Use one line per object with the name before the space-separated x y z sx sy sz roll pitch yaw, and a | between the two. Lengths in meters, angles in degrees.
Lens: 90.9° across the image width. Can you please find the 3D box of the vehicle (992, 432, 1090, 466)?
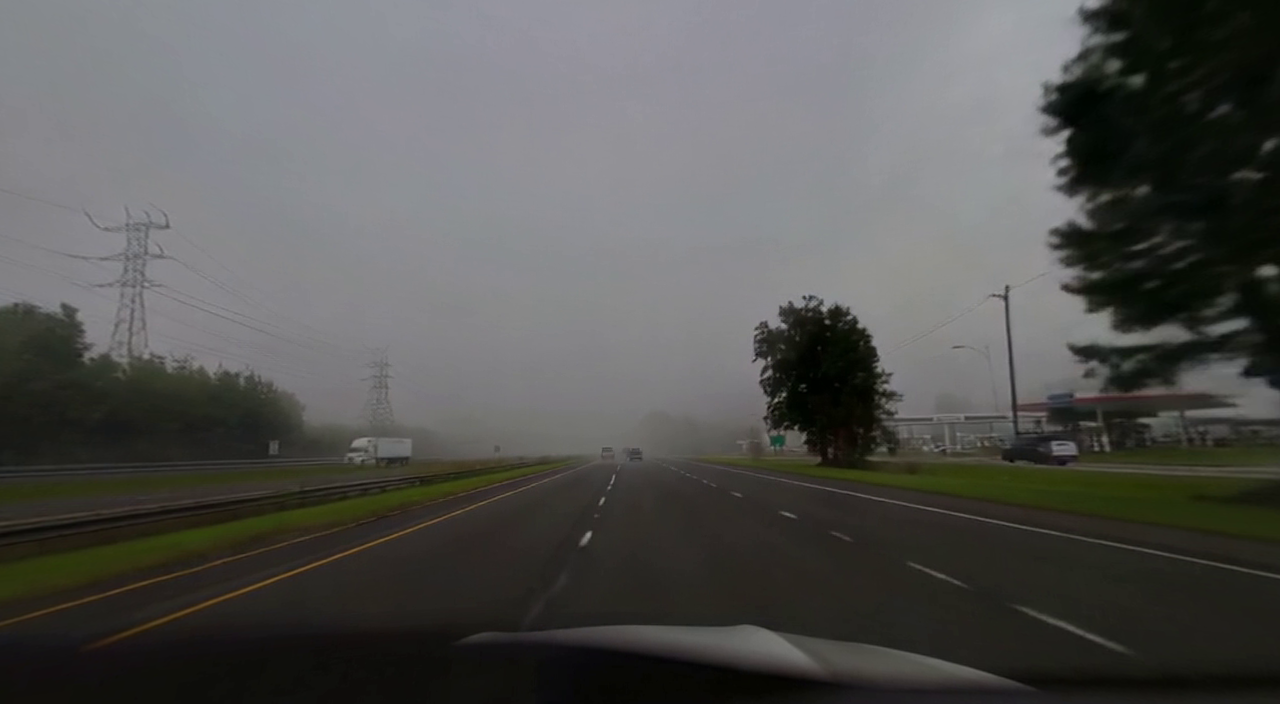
vehicle | 20.517 4.997 32.501 2.029 1.578 4.313 0 -9 -3
